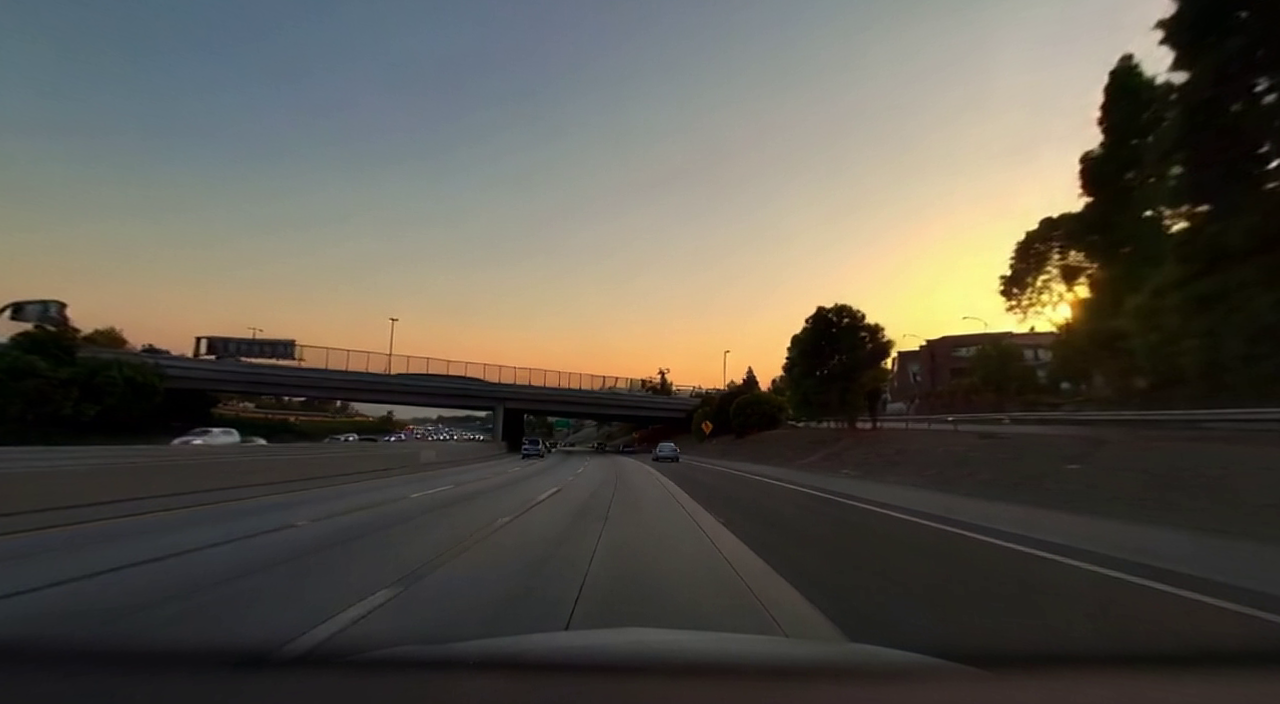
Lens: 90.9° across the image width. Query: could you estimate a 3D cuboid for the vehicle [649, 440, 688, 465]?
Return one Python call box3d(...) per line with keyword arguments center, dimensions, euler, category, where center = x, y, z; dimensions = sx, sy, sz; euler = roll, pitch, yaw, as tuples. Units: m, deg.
box3d(center=(1.841, 6.726, 42.432), dimensions=(2.059, 1.509, 4.670), euler=(0, -8, -4), category="vehicle")
